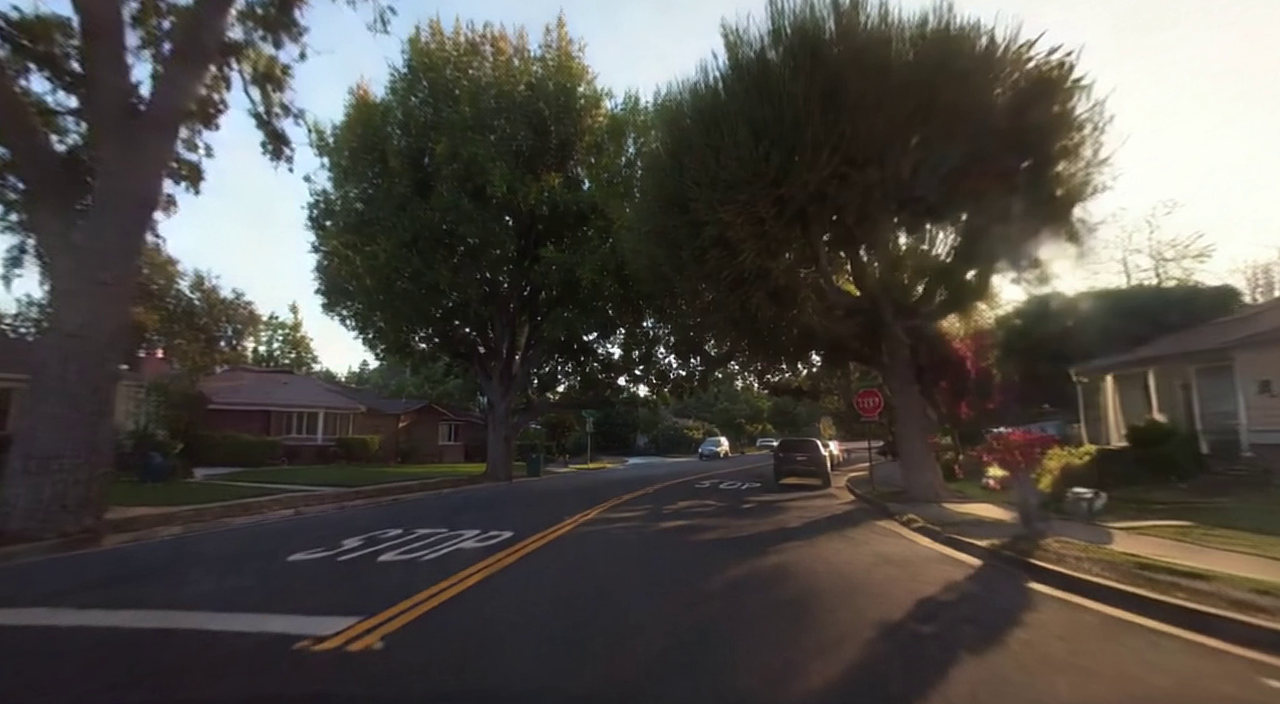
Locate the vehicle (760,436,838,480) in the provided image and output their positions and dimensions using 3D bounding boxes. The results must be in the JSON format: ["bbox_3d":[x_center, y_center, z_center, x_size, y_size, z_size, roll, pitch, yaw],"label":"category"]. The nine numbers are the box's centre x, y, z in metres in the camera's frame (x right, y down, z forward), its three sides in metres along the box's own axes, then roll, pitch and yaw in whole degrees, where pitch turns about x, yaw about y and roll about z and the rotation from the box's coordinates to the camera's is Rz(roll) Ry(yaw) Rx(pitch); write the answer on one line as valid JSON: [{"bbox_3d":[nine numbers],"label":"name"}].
[{"bbox_3d":[6.891,4.457,26.850,2.692,1.649,4.689,-3,-9,20],"label":"vehicle"}]

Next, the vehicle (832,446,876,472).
[{"bbox_3d":[13.600,6.744,39.915,2.083,1.493,5.037,-3,-10,24],"label":"vehicle"}]
